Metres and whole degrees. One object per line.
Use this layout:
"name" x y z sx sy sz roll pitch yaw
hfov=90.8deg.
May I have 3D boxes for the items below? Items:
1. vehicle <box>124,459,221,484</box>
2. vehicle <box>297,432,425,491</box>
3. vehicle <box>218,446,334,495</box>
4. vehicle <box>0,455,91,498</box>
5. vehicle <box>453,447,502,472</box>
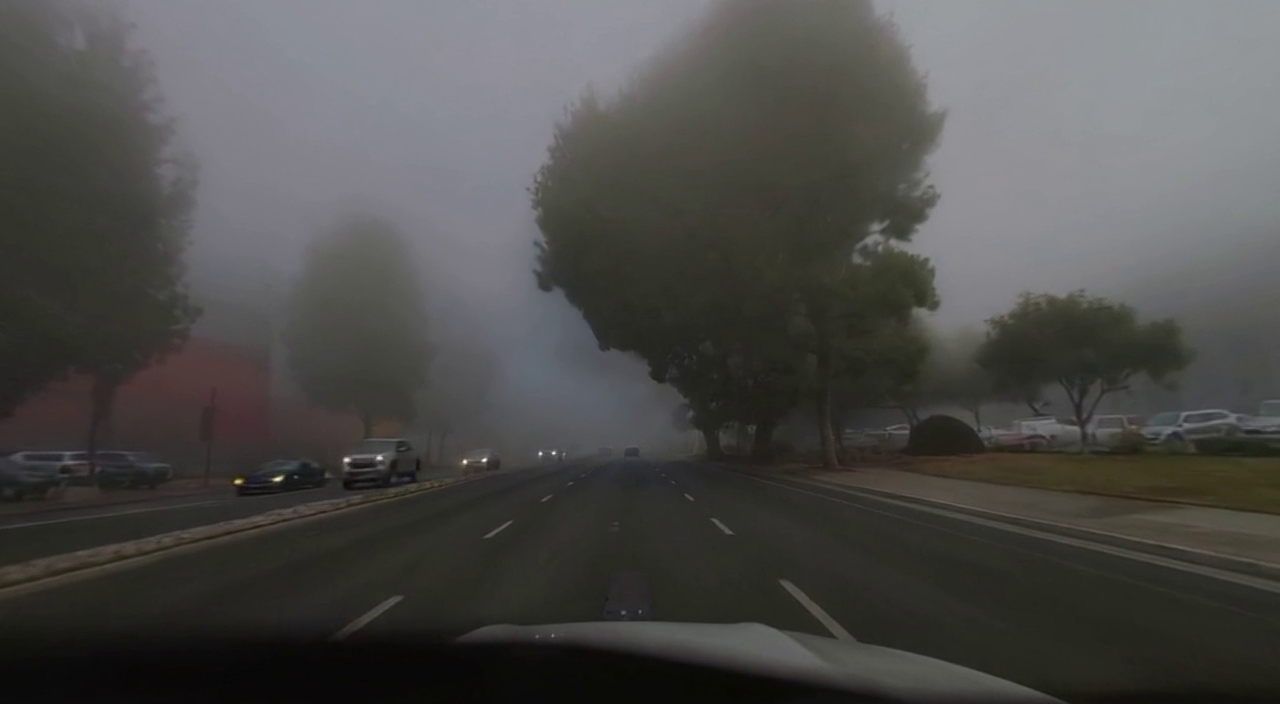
"vehicle" -29.226 7.474 39.569 4.489 1.442 1.956 0 -8 -1
"vehicle" -10.456 4.159 24.349 2.197 1.961 5.695 0 -9 1
"vehicle" -13.756 4.455 24.217 1.918 1.679 4.213 0 -9 0
"vehicle" -27.181 5.431 27.616 1.849 1.724 4.516 -3 -9 9
"vehicle" -10.264 6.830 40.340 1.878 1.465 4.360 0 -9 1
